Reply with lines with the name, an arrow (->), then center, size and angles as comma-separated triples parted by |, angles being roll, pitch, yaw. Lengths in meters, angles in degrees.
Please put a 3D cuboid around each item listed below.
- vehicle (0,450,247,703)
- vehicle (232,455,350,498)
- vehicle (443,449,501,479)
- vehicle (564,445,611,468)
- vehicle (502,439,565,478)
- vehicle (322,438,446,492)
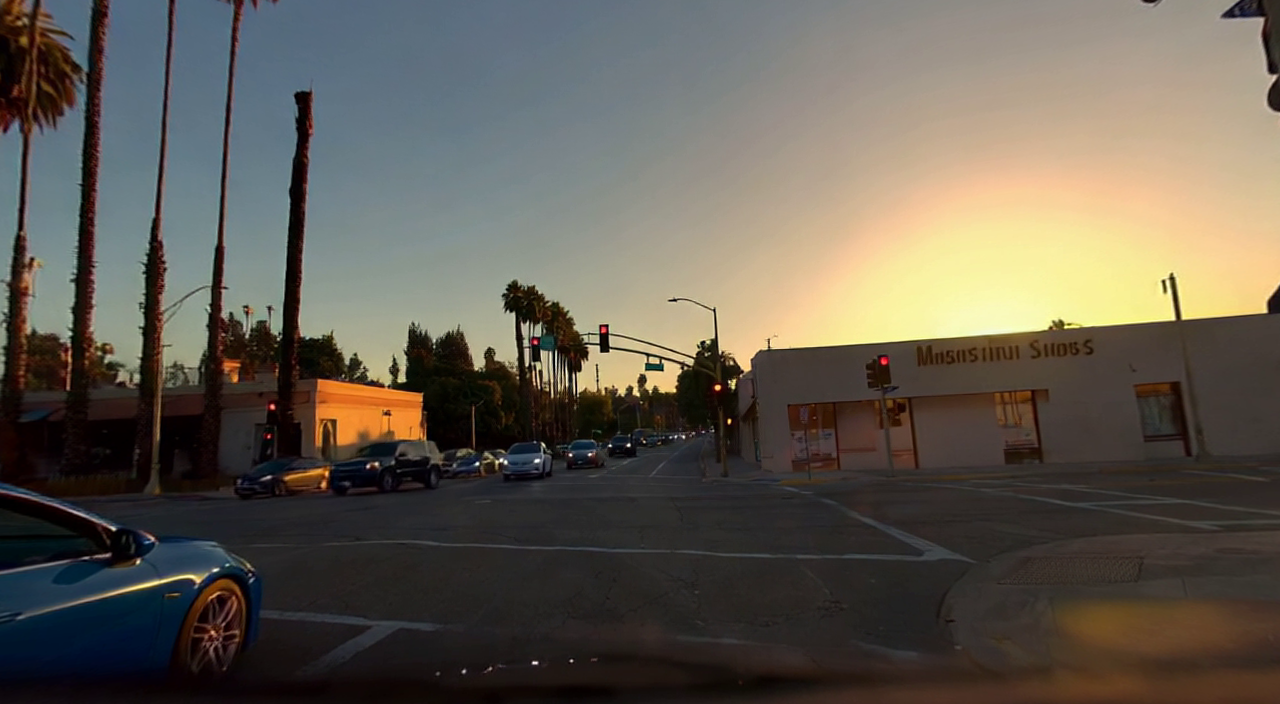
vehicle -> -3.706, 1.025, 2.256 | 1.850, 1.325, 4.295 | 0, -9, 0
vehicle -> -13.299, 4.748, 24.427 | 1.880, 1.440, 4.418 | -1, -9, 3
vehicle -> -10.988, 7.338, 41.642 | 1.870, 1.705, 4.426 | -7, -10, 11
vehicle -> -3.513, 7.078, 42.935 | 1.839, 1.468, 4.549 | -2, -9, 13
vehicle -> -5.027, 5.093, 30.538 | 2.092, 1.709, 4.775 | 0, -9, 2
vehicle -> -9.573, 4.263, 24.267 | 2.152, 1.825, 5.406 | -1, -9, 4
